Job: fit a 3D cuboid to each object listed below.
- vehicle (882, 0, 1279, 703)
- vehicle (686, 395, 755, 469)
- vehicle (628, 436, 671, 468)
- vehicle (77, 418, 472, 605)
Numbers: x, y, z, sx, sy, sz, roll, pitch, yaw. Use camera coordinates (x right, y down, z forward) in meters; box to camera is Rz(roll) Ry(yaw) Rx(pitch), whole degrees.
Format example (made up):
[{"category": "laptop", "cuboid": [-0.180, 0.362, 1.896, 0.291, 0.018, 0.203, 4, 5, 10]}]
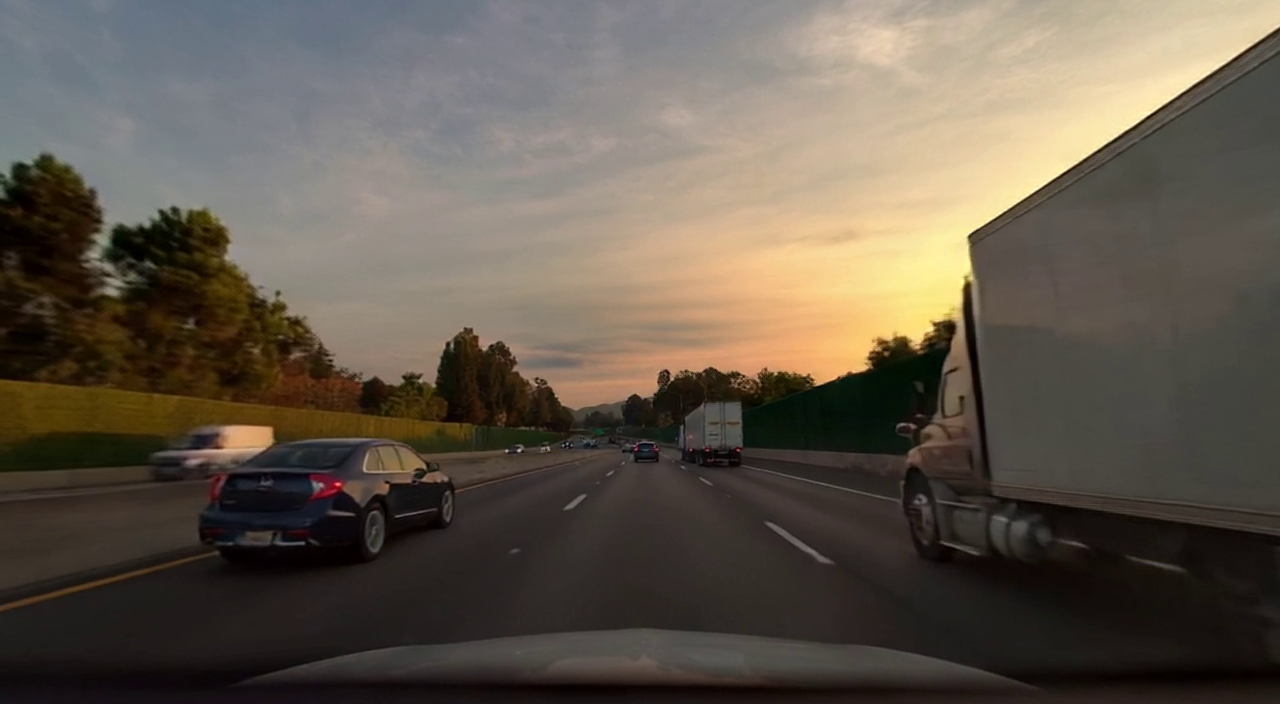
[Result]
[{"category": "vehicle", "cuboid": [4.137, 0.066, 2.981, 2.742, 3.383, 8.285, 0, -8, 1]}, {"category": "vehicle", "cuboid": [5.091, 5.530, 42.706, 3.117, 4.150, 13.929, 0, -8, 1]}, {"category": "vehicle", "cuboid": [0.534, 5.866, 37.291, 2.389, 1.760, 4.473, 0, -8, 0]}, {"category": "vehicle", "cuboid": [-3.503, 1.584, 7.185, 1.988, 1.488, 4.113, 0, -8, 1]}]
